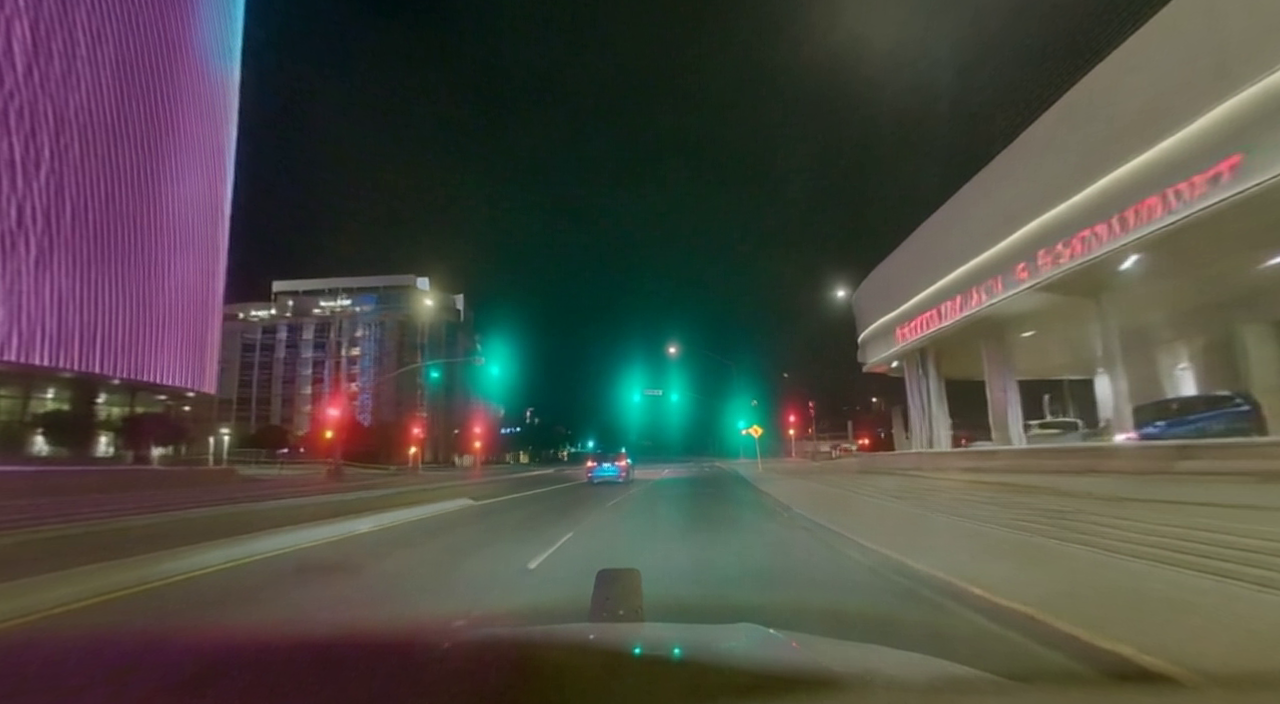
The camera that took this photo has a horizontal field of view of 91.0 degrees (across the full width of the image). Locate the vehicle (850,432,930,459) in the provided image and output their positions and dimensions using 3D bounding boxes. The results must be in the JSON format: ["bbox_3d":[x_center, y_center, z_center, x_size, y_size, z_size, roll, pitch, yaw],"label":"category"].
[{"bbox_3d":[15.542,5.868,39.335,4.120,1.558,1.959,-1,-9,3],"label":"vehicle"}]

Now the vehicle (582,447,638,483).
[{"bbox_3d":[-1.298,5.122,28.855,1.971,1.486,4.380,-1,-9,5],"label":"vehicle"}]

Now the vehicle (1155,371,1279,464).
[{"bbox_3d":[13.501,1.324,12.424,4.649,1.695,2.154,-1,-9,3],"label":"vehicle"}]

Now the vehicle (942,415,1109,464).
[{"bbox_3d":[14.615,3.374,24.147,4.904,1.755,2.114,-1,-9,4],"label":"vehicle"}]
